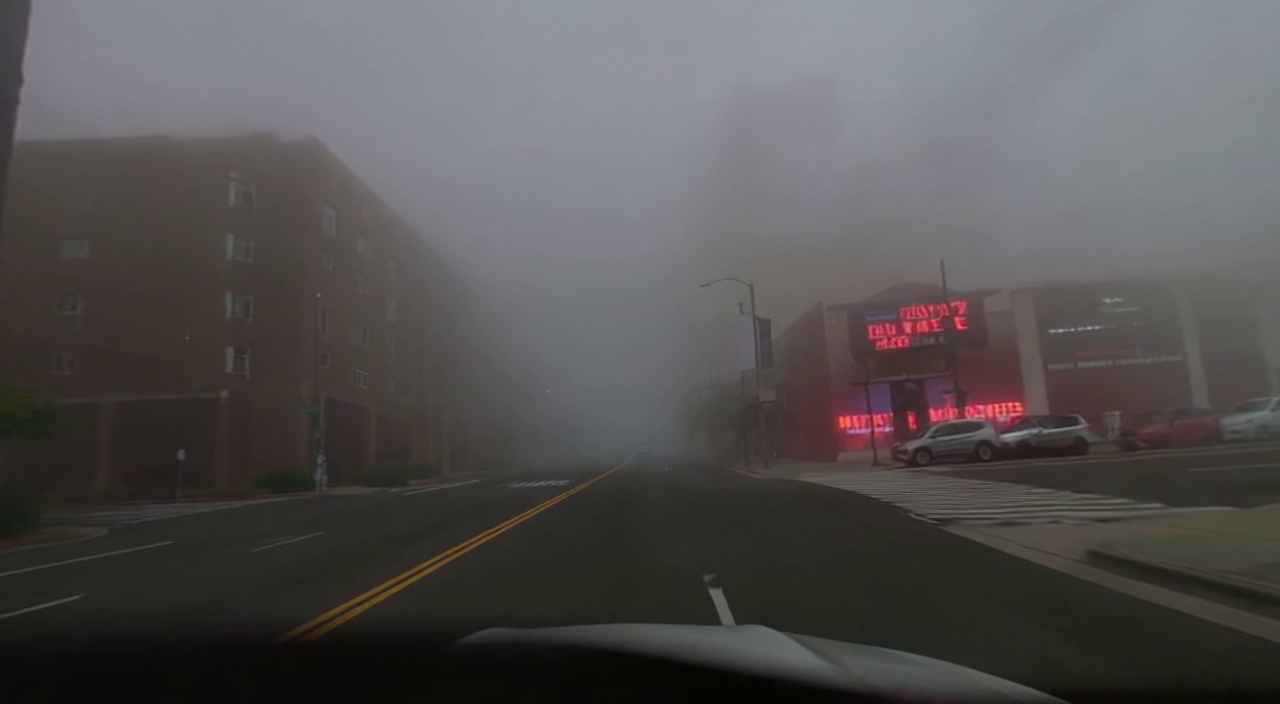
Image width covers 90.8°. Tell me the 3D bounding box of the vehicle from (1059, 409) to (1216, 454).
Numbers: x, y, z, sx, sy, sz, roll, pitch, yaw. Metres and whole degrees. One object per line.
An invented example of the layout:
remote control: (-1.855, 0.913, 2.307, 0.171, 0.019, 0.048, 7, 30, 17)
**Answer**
vehicle: (17.876, 2.950, 23.059, 1.858, 1.480, 4.658, 0, -8, -2)

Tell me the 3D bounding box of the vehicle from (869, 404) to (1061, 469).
vehicle: (9.737, 2.626, 19.403, 4.694, 1.826, 2.226, -2, -8, 11)
